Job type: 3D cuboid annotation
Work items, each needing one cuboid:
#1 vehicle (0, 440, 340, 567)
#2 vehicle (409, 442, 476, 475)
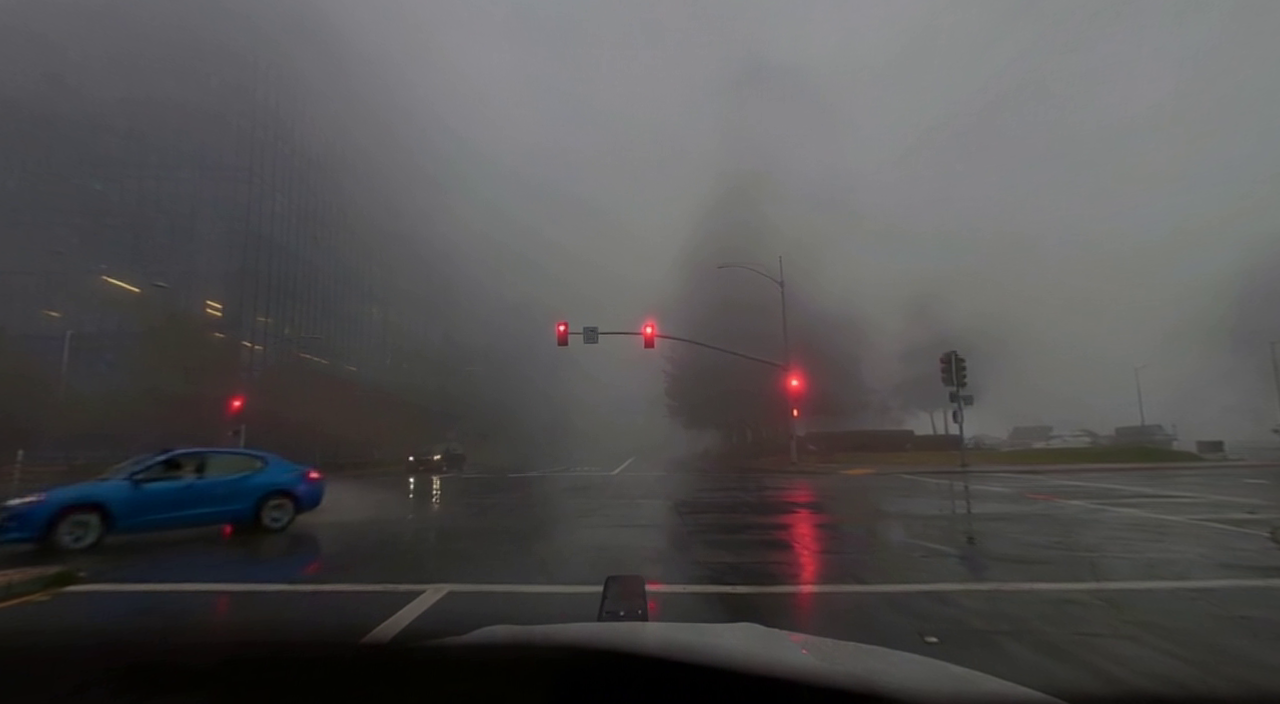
[{"bbox_3d":[-7.557,2.275,10.294,2.065,1.572,4.218,-7,-11,37],"label":"vehicle"},{"bbox_3d":[-11.554,6.277,37.257,2.069,1.771,4.947,0,-9,3],"label":"vehicle"}]
